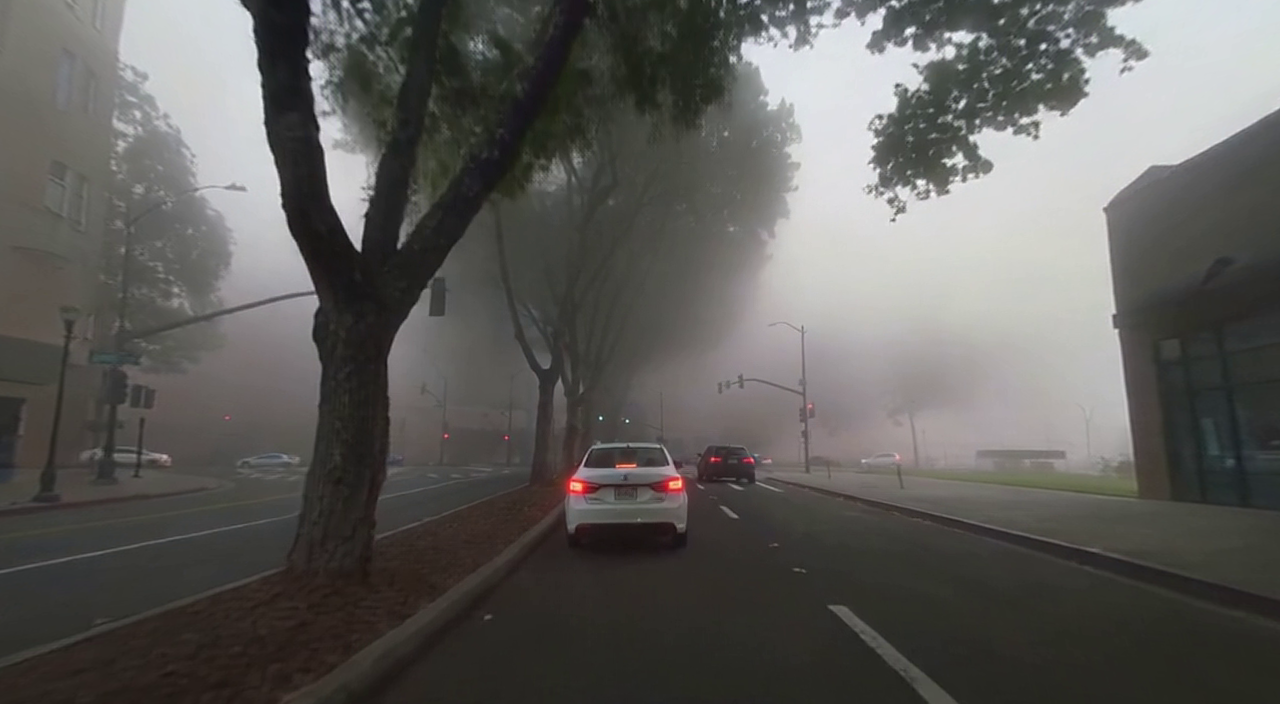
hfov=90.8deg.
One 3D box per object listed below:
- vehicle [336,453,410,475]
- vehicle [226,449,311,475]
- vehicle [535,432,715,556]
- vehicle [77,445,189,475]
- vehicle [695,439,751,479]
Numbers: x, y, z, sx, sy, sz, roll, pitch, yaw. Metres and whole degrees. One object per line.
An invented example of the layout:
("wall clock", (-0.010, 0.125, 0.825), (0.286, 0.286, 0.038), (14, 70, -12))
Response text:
("vehicle", (-19.080, 8.028, 45.358), (4.548, 1.449, 1.802), (2, -9, -12))
("vehicle", (-25.692, 7.610, 43.851), (4.575, 1.718, 2.008), (2, -9, -11))
("vehicle", (-0.163, 2.047, 9.853), (2.173, 1.479, 4.264), (0, -9, 1))
("vehicle", (-31.146, 6.640, 38.929), (4.877, 1.754, 1.978), (2, -9, -11))
("vehicle", (4.081, 5.354, 31.870), (2.092, 1.851, 4.913), (0, -9, -1))
